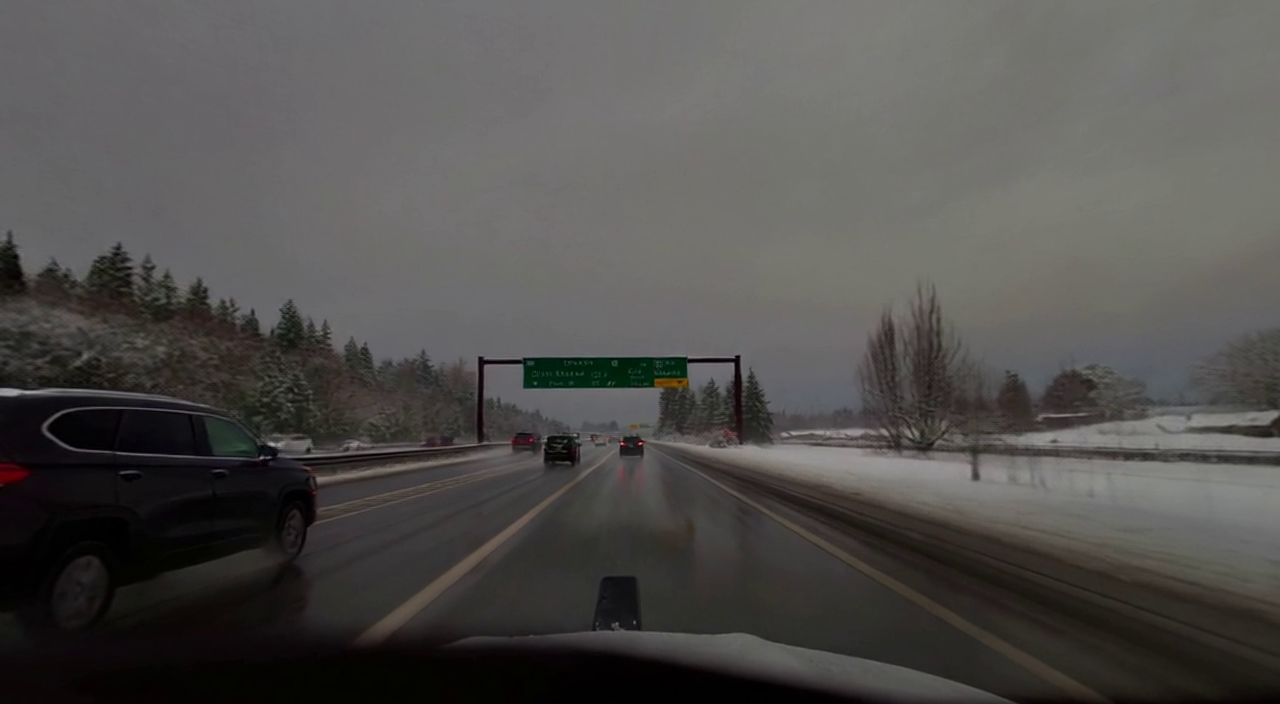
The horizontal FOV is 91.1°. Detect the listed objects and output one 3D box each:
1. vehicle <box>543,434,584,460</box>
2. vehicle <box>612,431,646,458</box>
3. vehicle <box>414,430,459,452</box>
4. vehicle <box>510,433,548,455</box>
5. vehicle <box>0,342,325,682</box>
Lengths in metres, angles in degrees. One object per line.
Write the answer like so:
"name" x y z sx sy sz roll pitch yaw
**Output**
"vehicle" -4.359 5.466 36.403 1.909 1.445 4.087 0 -8 0
"vehicle" -0.658 5.778 39.516 2.002 1.611 3.778 0 -8 0
"vehicle" -16.085 7.031 49.983 2.070 1.653 4.378 0 -8 0
"vehicle" -8.206 6.830 46.834 1.953 1.524 4.863 0 -8 0
"vehicle" -4.469 1.047 4.723 1.971 1.822 4.366 0 -8 -1
